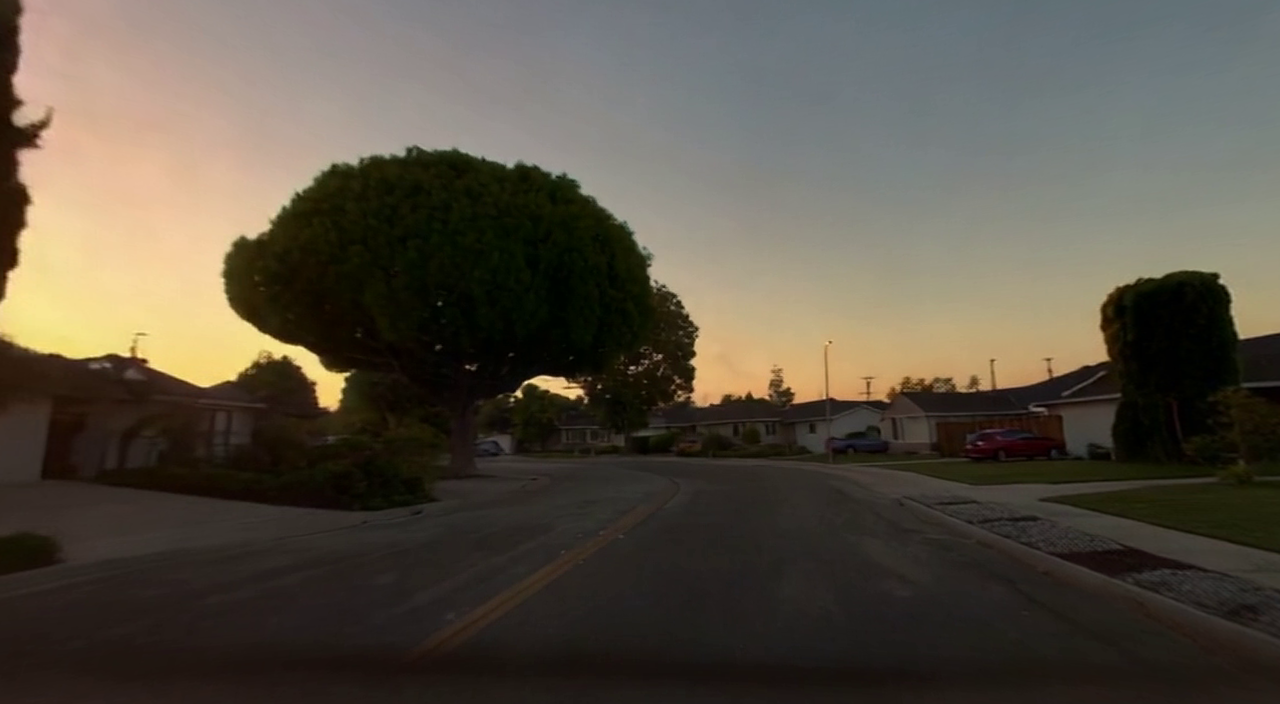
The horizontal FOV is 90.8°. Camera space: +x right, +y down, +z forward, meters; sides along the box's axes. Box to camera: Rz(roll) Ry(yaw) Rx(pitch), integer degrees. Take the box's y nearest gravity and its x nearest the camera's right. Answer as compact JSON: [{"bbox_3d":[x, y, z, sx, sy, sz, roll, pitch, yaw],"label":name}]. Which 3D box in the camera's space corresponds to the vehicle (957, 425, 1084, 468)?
[{"bbox_3d":[17.120,4.312,28.647,4.327,1.573,1.967,-6,-10,10],"label":"vehicle"}]

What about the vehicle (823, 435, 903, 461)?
[{"bbox_3d":[15.337,6.592,43.538,4.799,1.451,2.144,0,-8,-20],"label":"vehicle"}]
